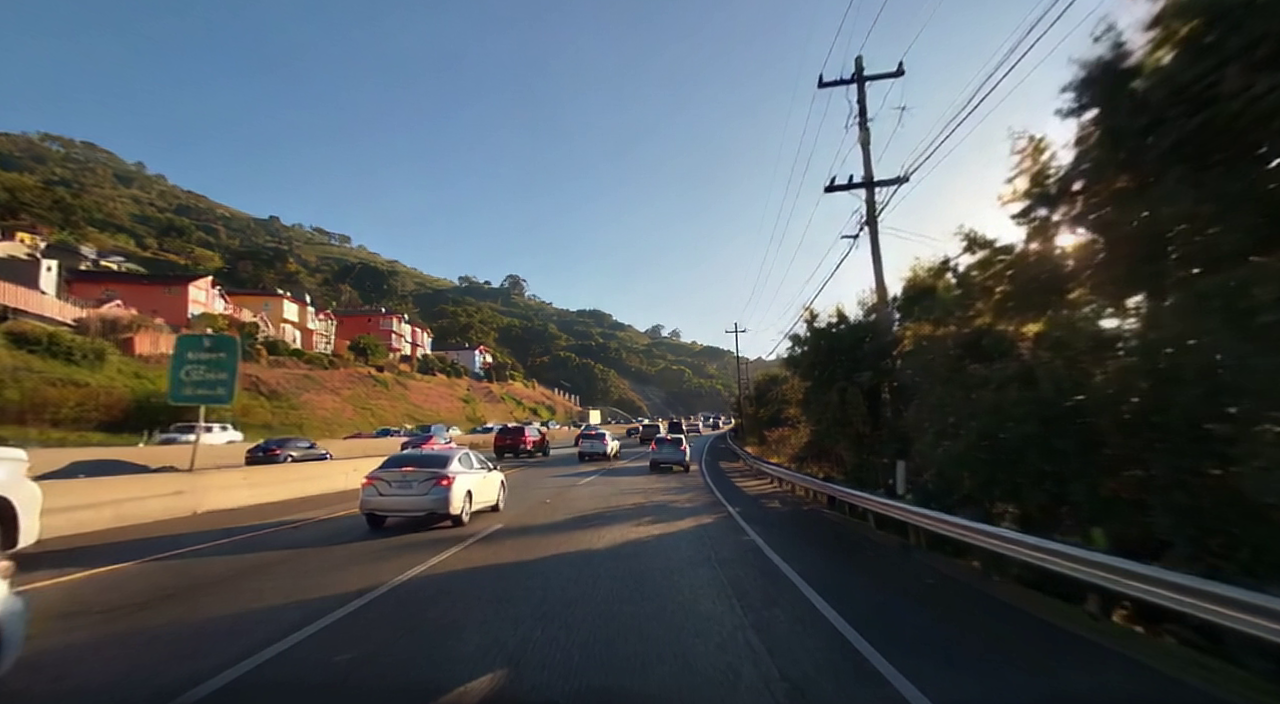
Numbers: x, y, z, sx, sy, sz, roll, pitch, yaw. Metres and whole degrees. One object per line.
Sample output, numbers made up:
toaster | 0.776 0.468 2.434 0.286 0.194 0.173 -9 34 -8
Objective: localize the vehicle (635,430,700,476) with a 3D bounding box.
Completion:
vehicle | 1.020 3.585 22.615 2.109 1.495 3.935 -1 -8 4

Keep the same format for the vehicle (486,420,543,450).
vehicle | -8.300 5.565 42.002 2.080 1.833 4.461 -2 -9 12

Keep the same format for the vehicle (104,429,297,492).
vehicle | -12.748 3.175 18.775 1.986 1.622 4.548 -2 -8 10

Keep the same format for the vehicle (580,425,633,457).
vehicle | -1.786 4.958 34.917 2.121 1.639 4.383 -1 -8 8

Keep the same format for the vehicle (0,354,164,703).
vehicle | -4.134 0.721 1.794 2.079 1.763 4.295 0 -8 2

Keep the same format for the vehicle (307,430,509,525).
vehicle | -4.180 2.337 12.425 1.956 1.478 4.789 -1 -8 3
